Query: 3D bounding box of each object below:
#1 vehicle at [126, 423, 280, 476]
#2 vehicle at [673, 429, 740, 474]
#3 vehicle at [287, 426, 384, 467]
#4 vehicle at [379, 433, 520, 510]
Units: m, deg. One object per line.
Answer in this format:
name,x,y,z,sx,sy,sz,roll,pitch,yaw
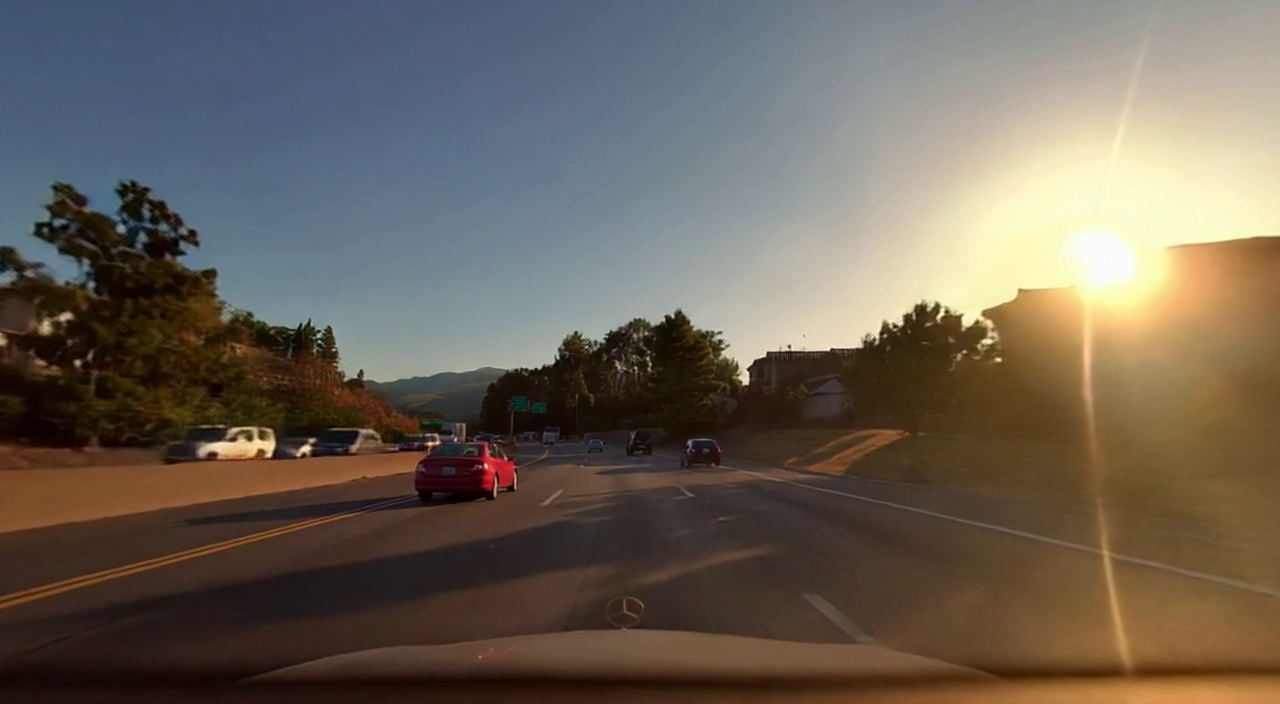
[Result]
vehicle,-17.220,3.892,25.350,2.353,1.866,5.671,0,-9,-3
vehicle,2.638,4.111,26.196,2.092,1.686,4.188,0,-9,-3
vehicle,-13.062,4.097,27.325,2.160,1.618,4.188,0,-9,-1
vehicle,-4.254,2.729,14.912,2.036,1.528,4.400,0,-9,-1
